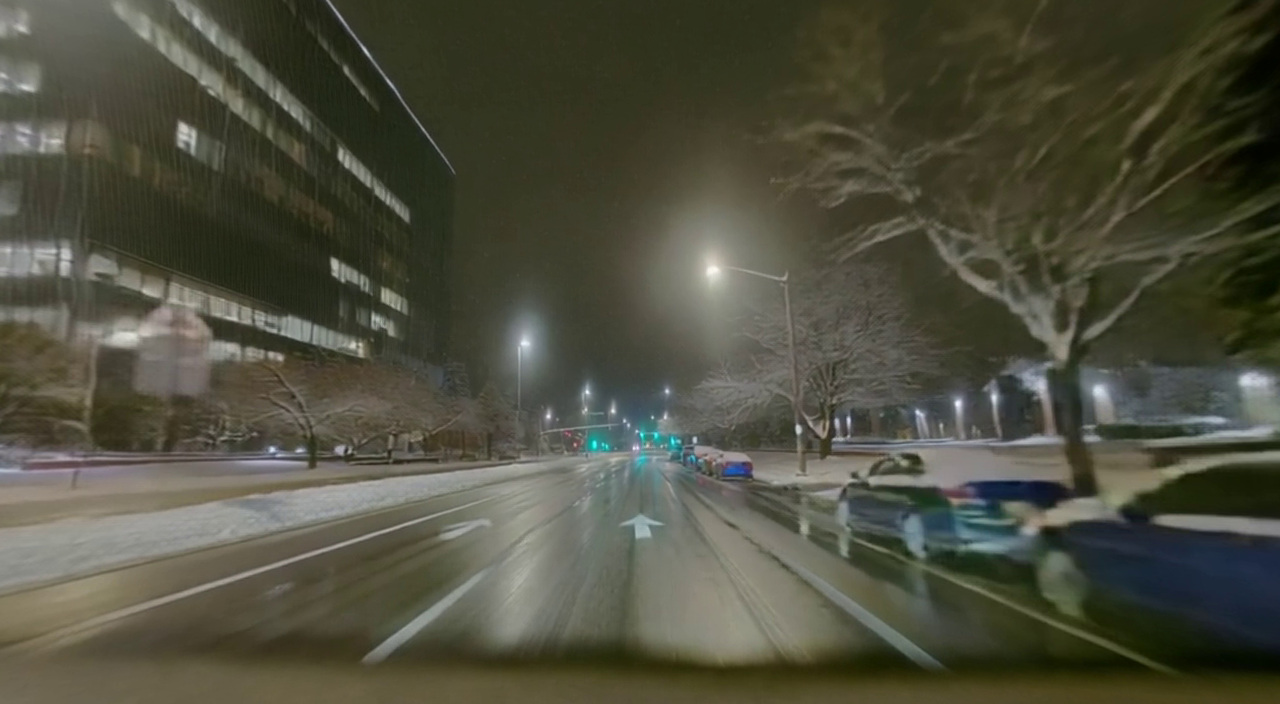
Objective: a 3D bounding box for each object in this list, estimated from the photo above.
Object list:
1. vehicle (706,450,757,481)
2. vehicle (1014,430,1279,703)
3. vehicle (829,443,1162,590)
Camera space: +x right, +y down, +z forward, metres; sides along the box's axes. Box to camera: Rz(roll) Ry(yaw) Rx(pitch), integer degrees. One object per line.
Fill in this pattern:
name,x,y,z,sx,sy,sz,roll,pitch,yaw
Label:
vehicle,4.546,5.691,31.974,1.872,1.420,4.201,0,-8,-1
vehicle,4.409,1.204,3.566,1.909,1.503,4.368,0,-8,0
vehicle,4.385,2.036,8.831,1.989,1.500,4.412,0,-8,-2
